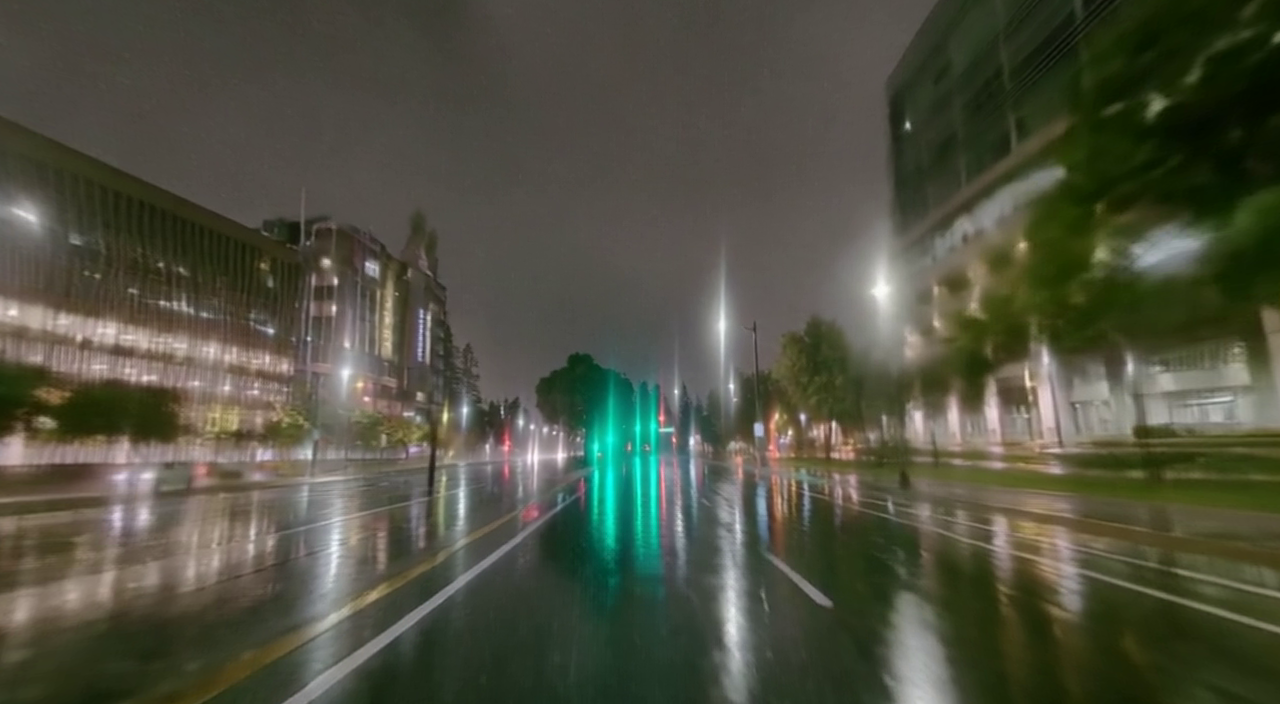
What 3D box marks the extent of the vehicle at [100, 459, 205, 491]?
[{"bbox_3d":[-26.453,6.658,34.532,1.927,1.476,4.717,0,-9,0],"label":"vehicle"}]
